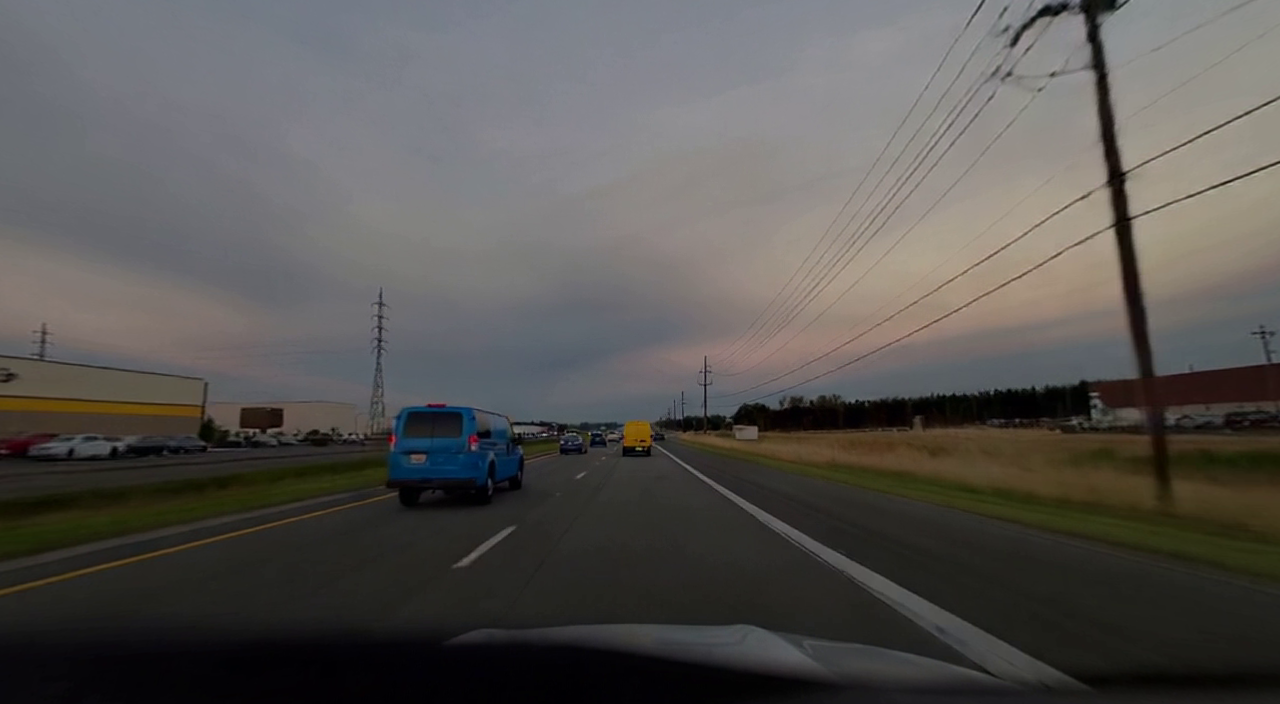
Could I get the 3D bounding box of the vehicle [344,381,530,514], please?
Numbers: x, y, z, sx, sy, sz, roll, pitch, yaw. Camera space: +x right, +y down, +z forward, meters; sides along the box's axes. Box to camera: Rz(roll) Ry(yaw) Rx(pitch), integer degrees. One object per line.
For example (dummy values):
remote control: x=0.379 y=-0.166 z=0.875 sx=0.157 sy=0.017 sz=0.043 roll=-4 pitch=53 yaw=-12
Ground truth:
vehicle: x=-4.215 y=2.125 z=14.460 sx=2.388 sy=2.410 sz=5.787 roll=0 pitch=-8 yaw=-1

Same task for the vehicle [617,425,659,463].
vehicle: x=-0.167 y=5.201 z=35.712 sx=2.213 sy=1.997 sz=4.456 roll=0 pitch=-8 yaw=-1

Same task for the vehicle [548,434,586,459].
vehicle: x=-4.739 y=6.197 z=41.443 sx=2.058 sy=1.557 sz=4.125 roll=0 pitch=-8 yaw=-1
